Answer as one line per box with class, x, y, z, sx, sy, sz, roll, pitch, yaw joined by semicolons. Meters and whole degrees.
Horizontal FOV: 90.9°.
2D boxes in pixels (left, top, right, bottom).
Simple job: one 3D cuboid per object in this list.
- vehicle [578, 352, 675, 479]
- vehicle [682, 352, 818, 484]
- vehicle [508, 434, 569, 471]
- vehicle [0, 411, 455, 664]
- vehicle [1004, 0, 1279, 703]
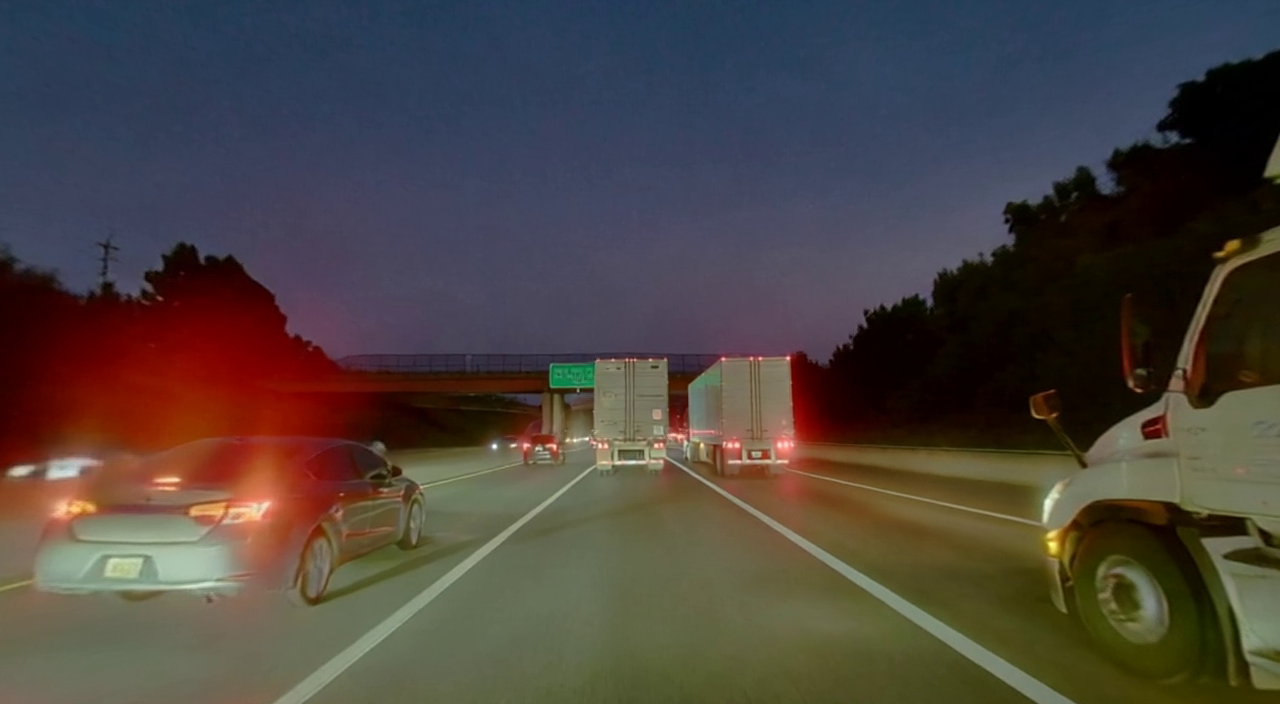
vehicle;-0.519;2.728;25.536;3.090;4.065;10.702;0;-8;-1
vehicle;3.621;2.710;24.366;2.817;3.886;11.491;0;-8;-2
vehicle;-4.325;4.326;27.520;2.049;1.483;3.786;0;-8;0
vehicle;-3.446;1.399;6.057;1.894;1.460;4.662;0;-8;0
vehicle;3.934;-0.492;0.899;3.074;3.896;5.910;0;-8;-1
